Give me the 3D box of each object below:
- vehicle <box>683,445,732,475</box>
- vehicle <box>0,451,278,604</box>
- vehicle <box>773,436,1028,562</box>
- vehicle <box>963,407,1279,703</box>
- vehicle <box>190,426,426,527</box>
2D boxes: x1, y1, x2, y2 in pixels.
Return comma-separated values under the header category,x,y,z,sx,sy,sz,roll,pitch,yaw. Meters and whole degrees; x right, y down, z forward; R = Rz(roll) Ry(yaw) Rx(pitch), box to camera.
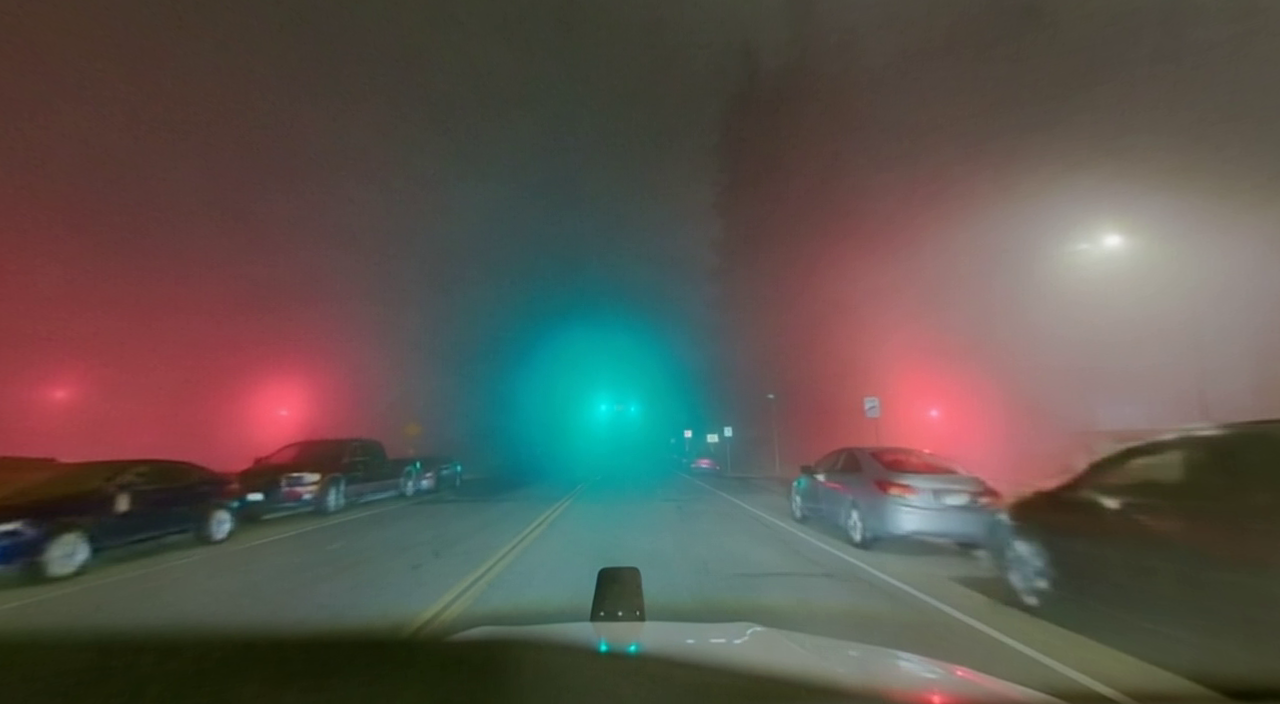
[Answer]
category,x,y,z,sx,sy,sz,roll,pitch,yaw
vehicle,3.578,5.792,34.116,2.005,1.466,4.767,0,-8,-1
vehicle,-7.509,2.176,8.835,2.057,1.486,4.759,0,-8,0
vehicle,3.581,2.091,9.778,2.033,1.467,4.471,0,-8,0
vehicle,4.090,1.106,3.550,1.854,1.537,4.759,0,-8,-2
vehicle,-7.573,2.899,15.434,2.613,1.959,5.843,0,-8,0
